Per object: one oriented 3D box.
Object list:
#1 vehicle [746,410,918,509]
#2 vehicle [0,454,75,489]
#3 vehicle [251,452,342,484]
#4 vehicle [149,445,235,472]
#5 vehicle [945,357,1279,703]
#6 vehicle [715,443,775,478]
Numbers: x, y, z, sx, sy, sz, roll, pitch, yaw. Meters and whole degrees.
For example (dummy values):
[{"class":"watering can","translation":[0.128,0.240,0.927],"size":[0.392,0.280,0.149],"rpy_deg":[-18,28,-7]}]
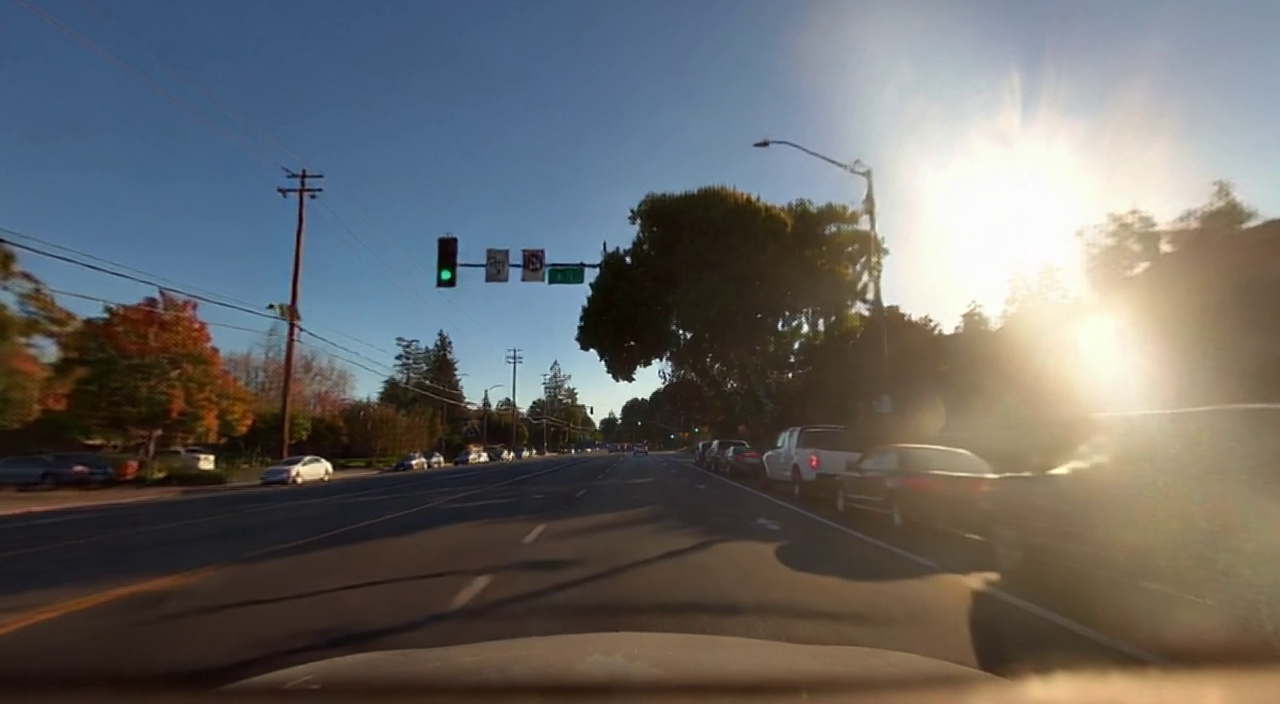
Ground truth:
[{"class":"vehicle","translation":[4.579,2.712,16.373],"size":[2.438,2.086,5.821],"rpy_deg":[0,-9,-2]},{"class":"vehicle","translation":[-28.200,5.280,27.939],"size":[4.532,1.456,1.853],"rpy_deg":[0,-9,0]},{"class":"vehicle","translation":[-17.670,5.958,32.823],"size":[2.039,1.508,4.613],"rpy_deg":[0,-9,1]},{"class":"vehicle","translation":[-30.033,7.121,42.442],"size":[4.245,1.668,2.025],"rpy_deg":[0,-7,-2]},{"class":"vehicle","translation":[4.589,1.118,4.331],"size":[2.260,1.882,5.362],"rpy_deg":[0,-9,-1]},{"class":"vehicle","translation":[4.625,4.849,28.557],"size":[1.844,1.426,4.916],"rpy_deg":[0,-9,0]}]
